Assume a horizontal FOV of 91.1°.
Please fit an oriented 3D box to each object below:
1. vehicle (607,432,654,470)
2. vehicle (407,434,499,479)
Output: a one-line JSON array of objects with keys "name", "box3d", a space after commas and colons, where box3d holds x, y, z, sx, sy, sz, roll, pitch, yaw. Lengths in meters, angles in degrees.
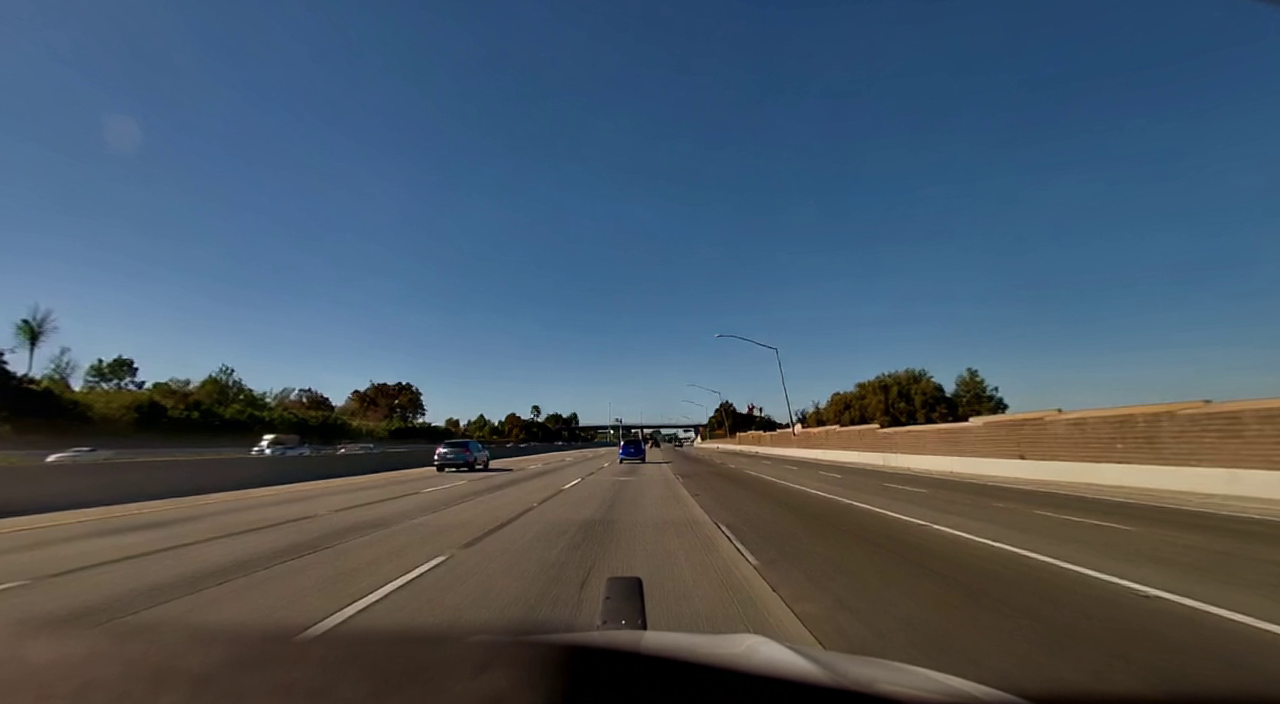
[{"name": "vehicle", "box3d": [-0.379, 4.842, 30.806, 2.155, 1.690, 4.318, 0, -9, 1]}, {"name": "vehicle", "box3d": [-6.998, 3.973, 24.090, 1.994, 1.519, 4.668, 0, -9, 2]}]
